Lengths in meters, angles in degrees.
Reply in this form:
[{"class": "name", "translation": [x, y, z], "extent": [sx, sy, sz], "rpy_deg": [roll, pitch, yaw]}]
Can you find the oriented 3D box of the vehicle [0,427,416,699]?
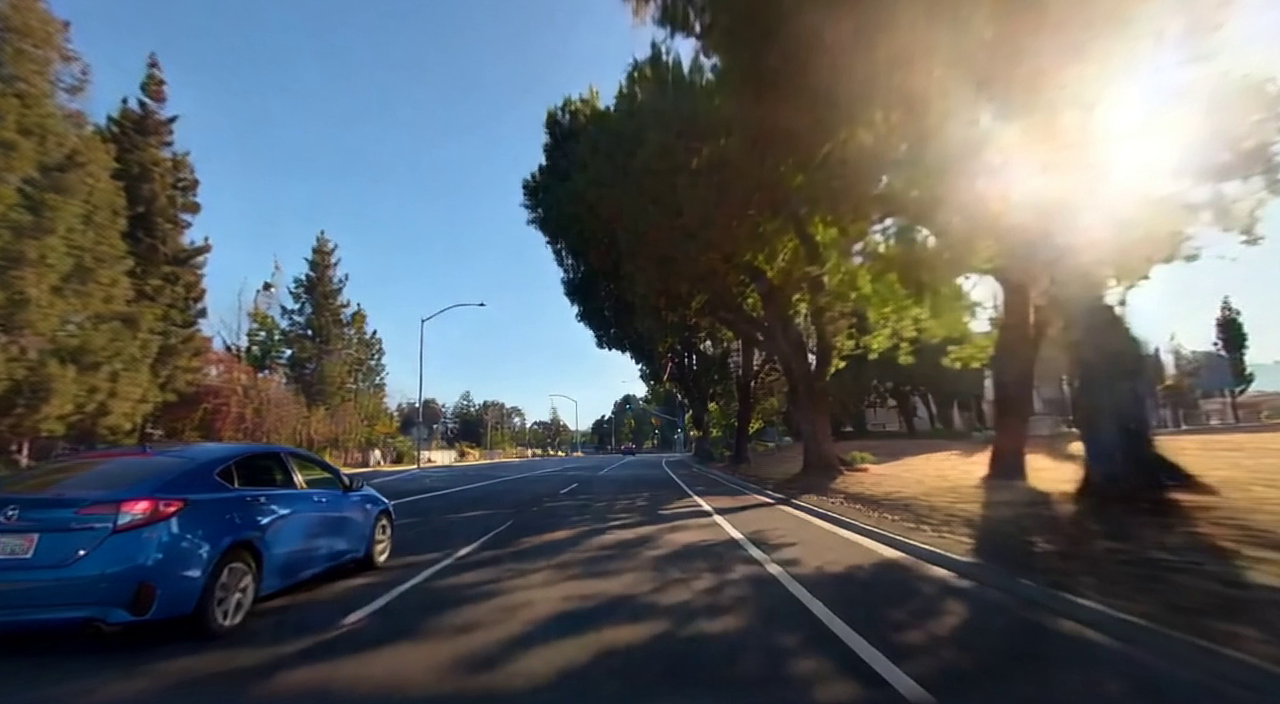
[{"class": "vehicle", "translation": [-3.697, 1.439, 5.515], "extent": [1.946, 1.437, 4.154], "rpy_deg": [0, -8, 0]}]
